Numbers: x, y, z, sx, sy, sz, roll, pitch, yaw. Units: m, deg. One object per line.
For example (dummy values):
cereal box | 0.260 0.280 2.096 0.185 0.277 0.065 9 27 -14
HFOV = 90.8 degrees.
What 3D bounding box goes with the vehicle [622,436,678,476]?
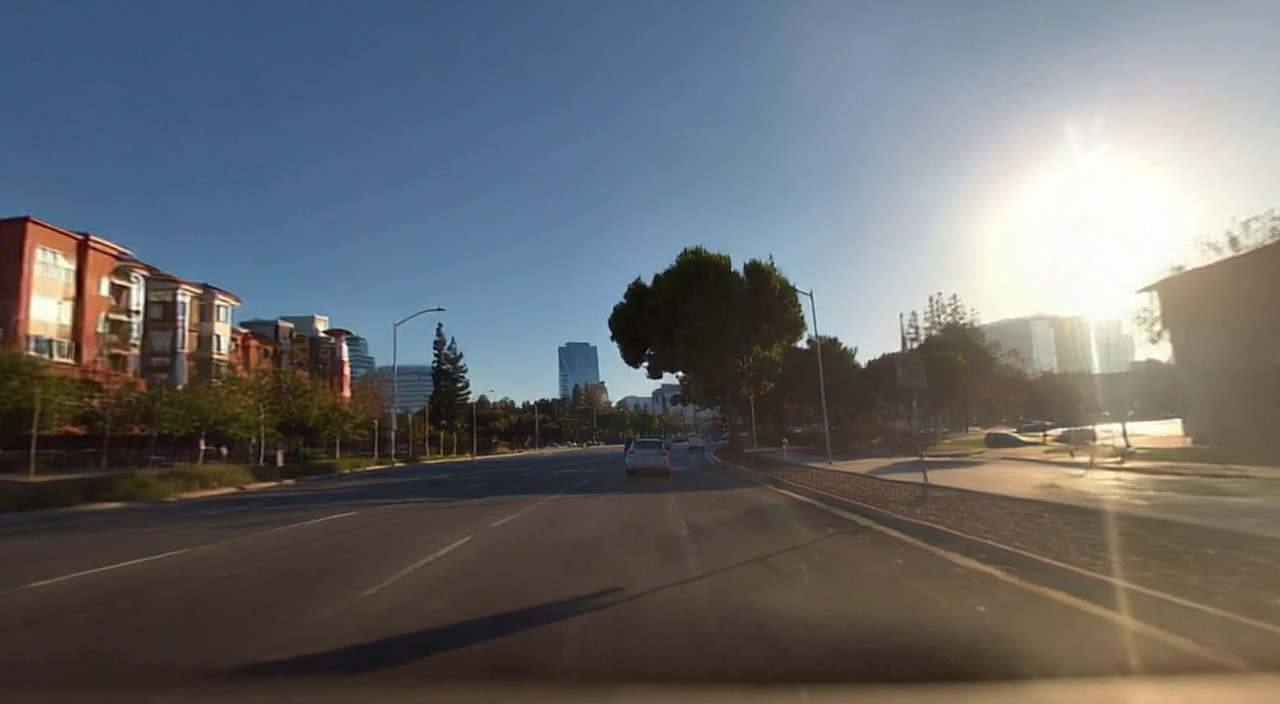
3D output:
vehicle | 0.446 4.239 26.018 2.133 1.481 4.276 -1 -9 2
